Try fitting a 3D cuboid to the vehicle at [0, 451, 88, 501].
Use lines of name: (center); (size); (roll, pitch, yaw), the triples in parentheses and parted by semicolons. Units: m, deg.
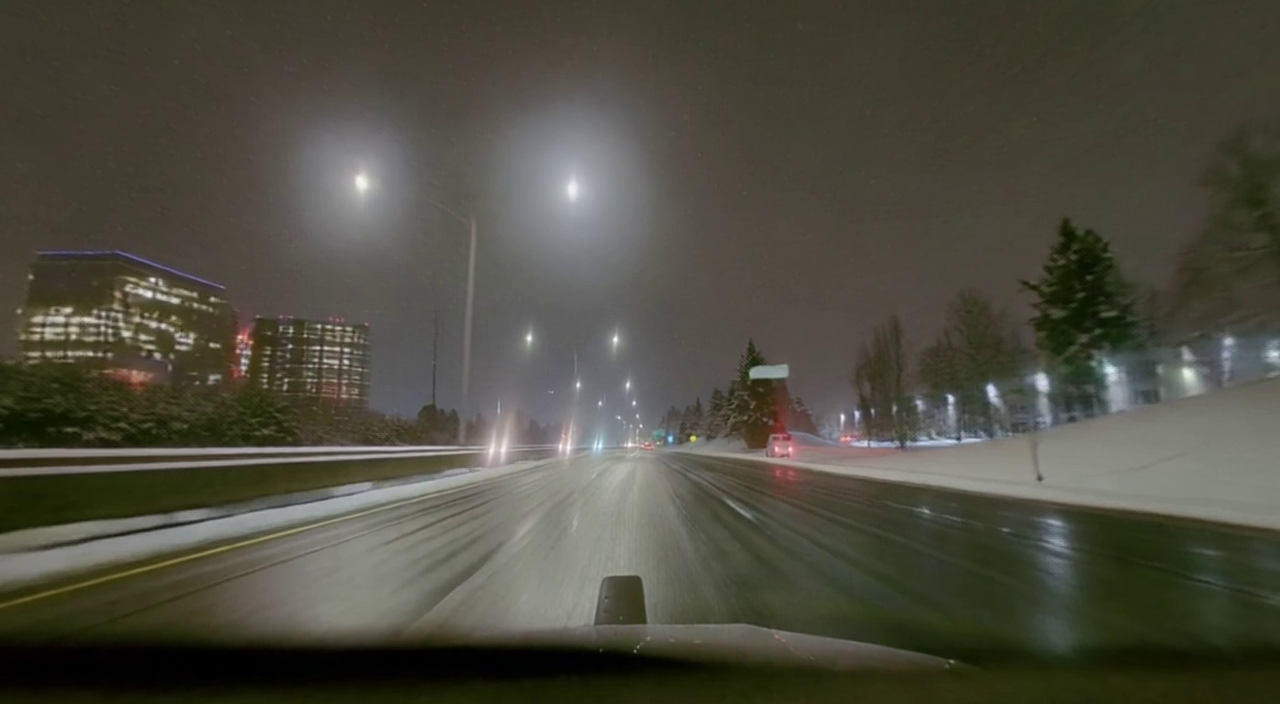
vehicle: (-21.215, 4.101, 21.012); (1.986, 1.520, 4.053); (0, -9, -1)
